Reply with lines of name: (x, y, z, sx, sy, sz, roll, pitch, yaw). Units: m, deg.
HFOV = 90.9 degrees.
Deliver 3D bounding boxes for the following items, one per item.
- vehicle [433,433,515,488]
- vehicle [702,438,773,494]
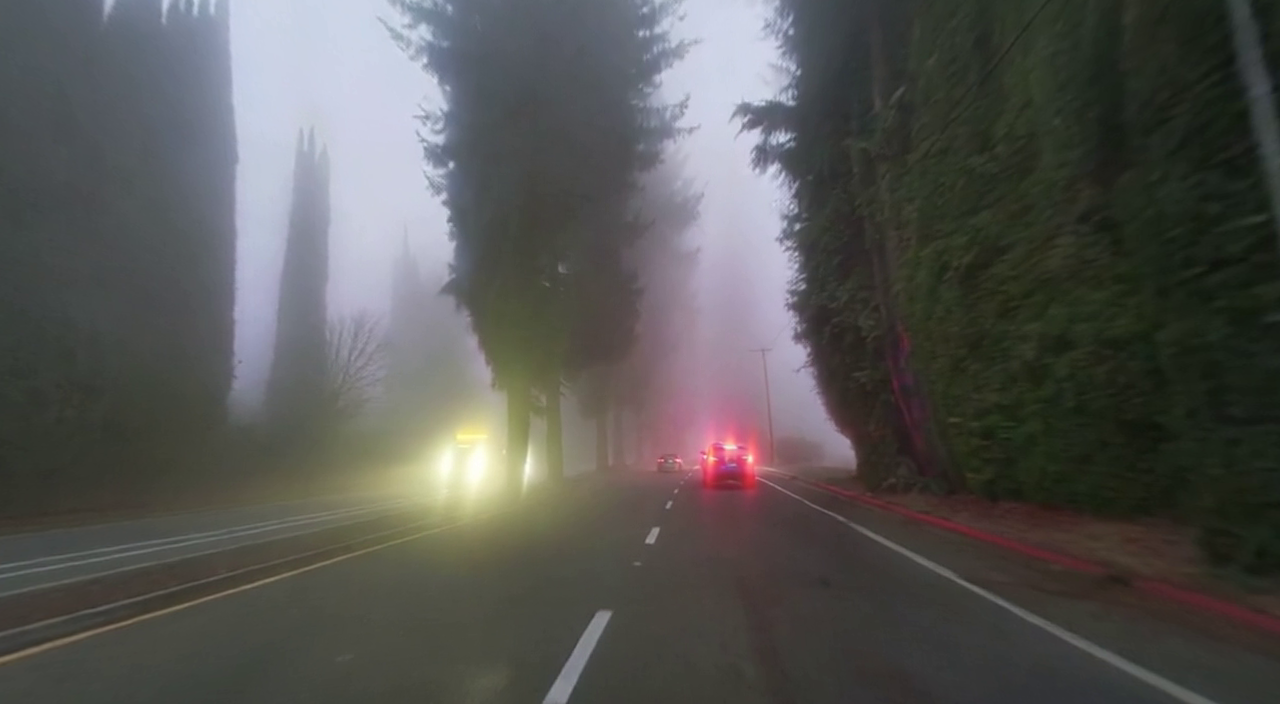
vehicle: (-9.700, 6.356, 37.444, 2.661, 2.737, 6.092, -6, -9, 5)
vehicle: (3.143, 3.753, 21.150, 2.052, 1.639, 4.123, -1, -8, 5)
